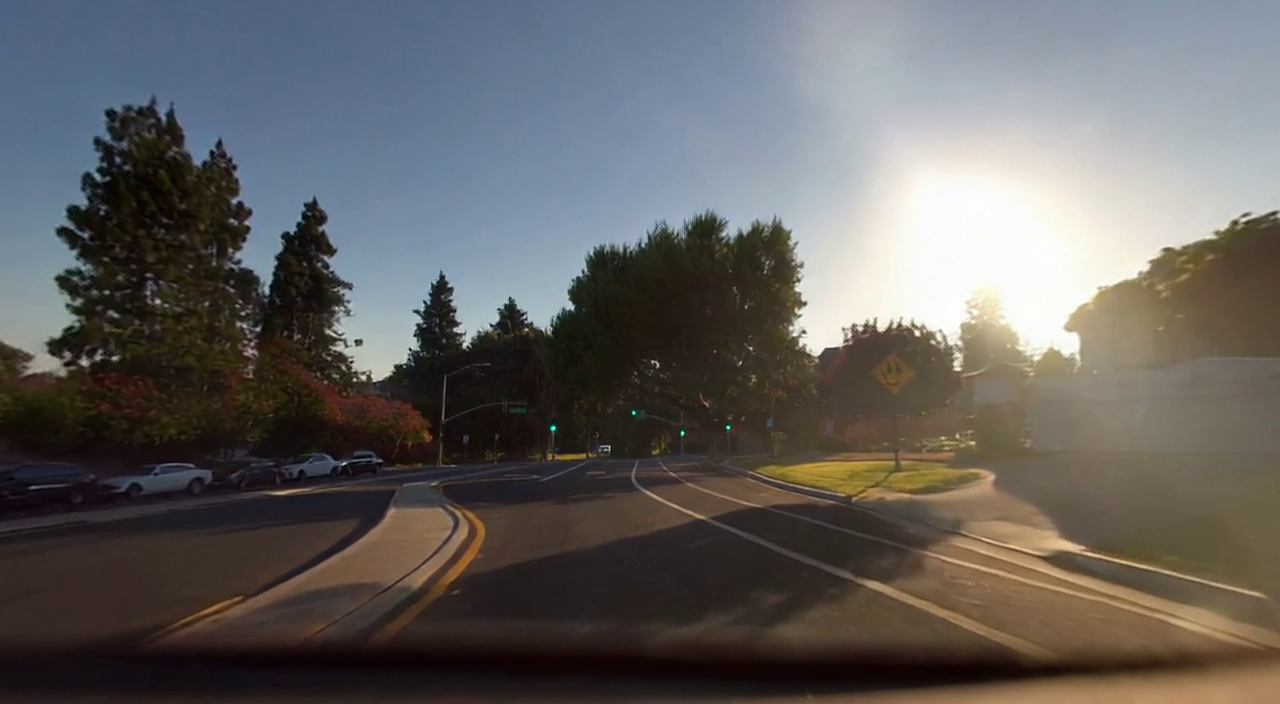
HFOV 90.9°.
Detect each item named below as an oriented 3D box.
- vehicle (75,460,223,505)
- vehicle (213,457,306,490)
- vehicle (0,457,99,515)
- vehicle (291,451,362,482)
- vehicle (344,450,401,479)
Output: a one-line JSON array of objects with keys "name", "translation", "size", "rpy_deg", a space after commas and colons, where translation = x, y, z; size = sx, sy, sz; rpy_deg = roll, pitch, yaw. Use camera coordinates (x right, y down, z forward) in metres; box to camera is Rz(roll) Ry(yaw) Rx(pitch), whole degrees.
[{"name": "vehicle", "translation": [-20.903, 5.527, 27.212], "size": [1.954, 1.575, 5.225], "rpy_deg": [-1, -8, 3]}, {"name": "vehicle", "translation": [-20.610, 6.577, 34.419], "size": [1.883, 1.506, 4.863], "rpy_deg": [0, -8, 3]}, {"name": "vehicle", "translation": [-21.228, 4.448, 21.059], "size": [1.974, 1.704, 4.628], "rpy_deg": [0, -8, 3]}, {"name": "vehicle", "translation": [-20.468, 7.453, 41.396], "size": [2.148, 1.856, 4.632], "rpy_deg": [0, -8, 3]}, {"name": "vehicle", "translation": [-20.024, 8.412, 47.408], "size": [2.050, 1.697, 4.838], "rpy_deg": [-4, -7, 2]}]
